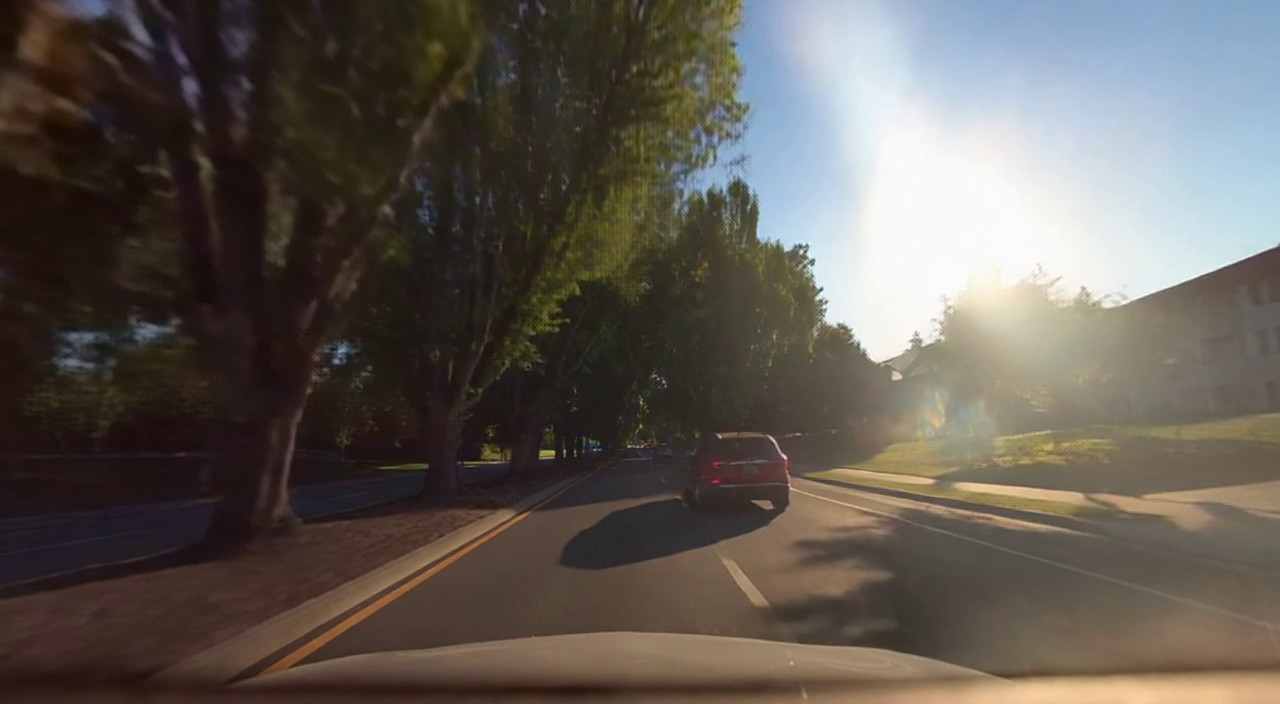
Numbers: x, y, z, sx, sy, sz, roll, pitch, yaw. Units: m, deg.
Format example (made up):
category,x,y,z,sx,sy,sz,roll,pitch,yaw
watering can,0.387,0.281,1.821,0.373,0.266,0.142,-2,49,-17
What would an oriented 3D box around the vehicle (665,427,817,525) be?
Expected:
category,x,y,z,sx,sy,sz,roll,pitch,yaw
vehicle,1.776,2.396,12.761,2.066,1.603,4.475,1,-9,-4
